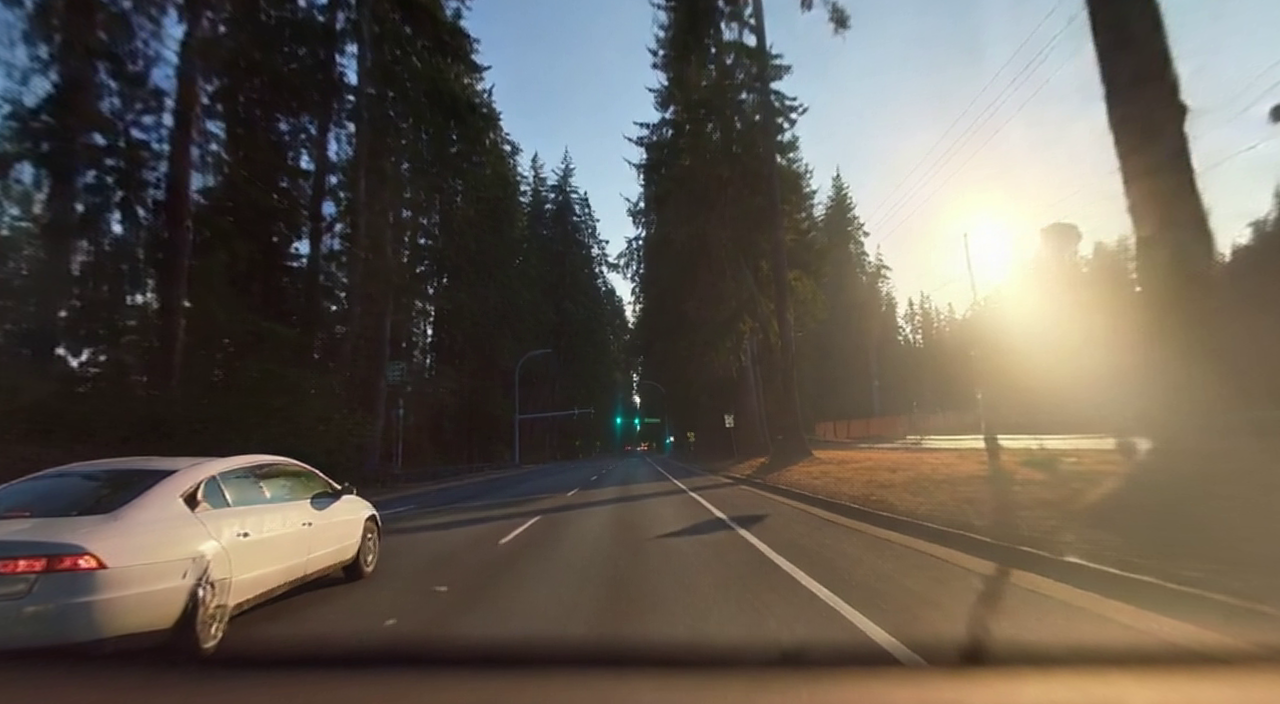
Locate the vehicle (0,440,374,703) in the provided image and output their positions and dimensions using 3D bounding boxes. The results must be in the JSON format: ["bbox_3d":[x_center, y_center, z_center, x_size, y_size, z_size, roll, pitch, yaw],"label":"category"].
[{"bbox_3d":[-4.097,1.480,5.262,1.946,1.437,4.154,0,-8,0],"label":"vehicle"}]
